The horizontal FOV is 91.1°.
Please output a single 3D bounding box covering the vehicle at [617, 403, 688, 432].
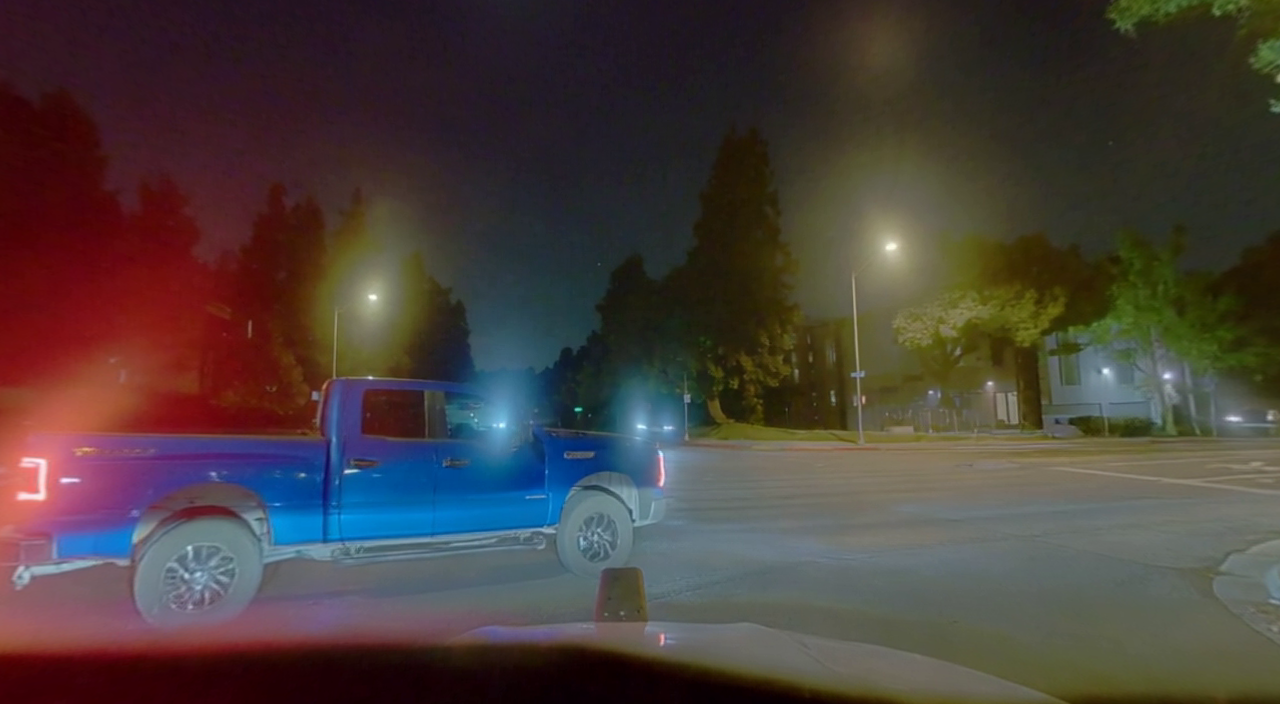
[{"bbox_3d":[0.819,4.780,45.316,2.435,1.858,5.585,5,-10,-32],"label":"vehicle"}]
